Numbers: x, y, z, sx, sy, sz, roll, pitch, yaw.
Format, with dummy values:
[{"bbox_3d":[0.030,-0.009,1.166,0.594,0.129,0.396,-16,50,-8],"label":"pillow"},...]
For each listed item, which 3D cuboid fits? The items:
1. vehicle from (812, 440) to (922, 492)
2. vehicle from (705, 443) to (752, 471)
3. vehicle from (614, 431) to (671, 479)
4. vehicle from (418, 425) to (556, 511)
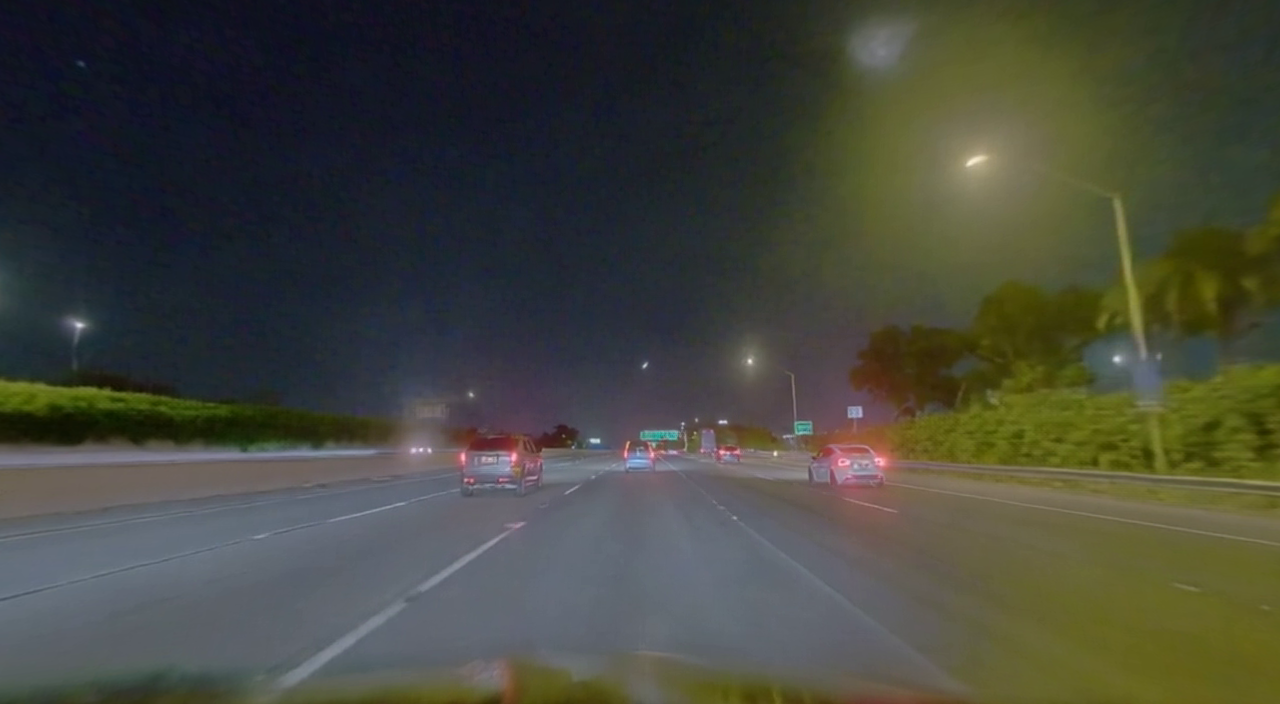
[{"bbox_3d":[7.232,3.678,20.628,1.936,1.480,4.373,0,-9,0],"label":"vehicle"},{"bbox_3d":[4.869,5.858,35.339,2.005,1.456,4.287,0,-9,0],"label":"vehicle"},{"bbox_3d":[0.131,4.479,27.465,2.270,1.862,4.949,0,-9,1],"label":"vehicle"},{"bbox_3d":[-3.464,2.732,15.255,2.142,1.759,4.297,0,-9,2],"label":"vehicle"}]
